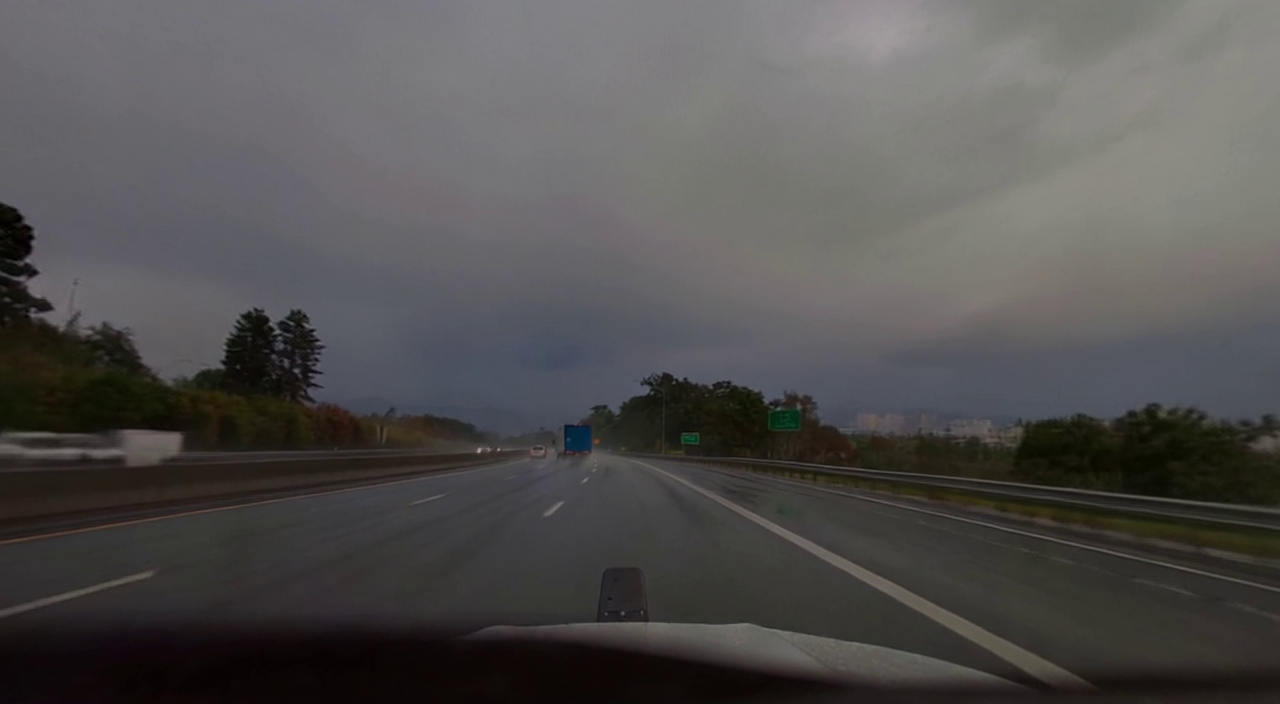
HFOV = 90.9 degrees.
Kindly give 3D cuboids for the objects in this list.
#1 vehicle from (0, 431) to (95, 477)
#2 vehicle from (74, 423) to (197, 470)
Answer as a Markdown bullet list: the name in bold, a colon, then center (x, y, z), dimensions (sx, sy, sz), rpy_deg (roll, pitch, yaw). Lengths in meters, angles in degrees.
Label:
- **vehicle**: center (-26.033, 4.274, 26.466), dimensions (2.037, 1.780, 4.913), rpy_deg (0, -8, -3)
- **vehicle**: center (-26.274, 4.957, 33.125), dimensions (2.466, 2.214, 4.830), rpy_deg (0, -8, -2)
